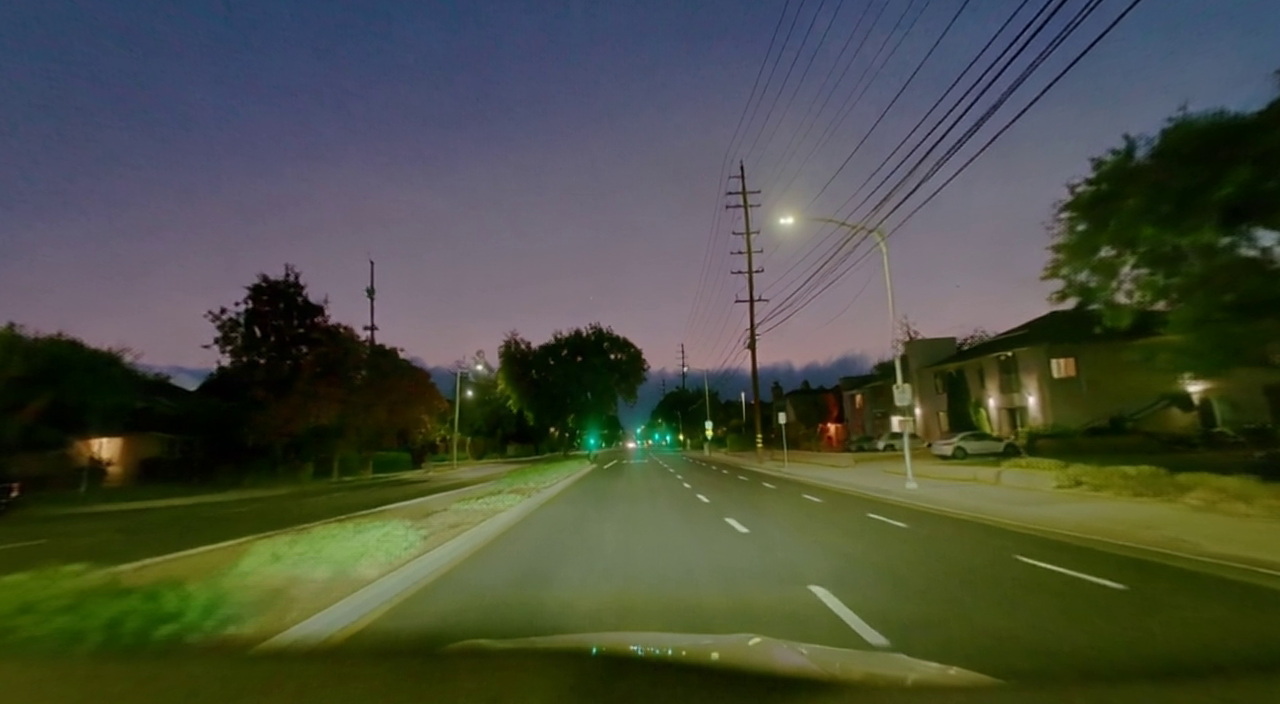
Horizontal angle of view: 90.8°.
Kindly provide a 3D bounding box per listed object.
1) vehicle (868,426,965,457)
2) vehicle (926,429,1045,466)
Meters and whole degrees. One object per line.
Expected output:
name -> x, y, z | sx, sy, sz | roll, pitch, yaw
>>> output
vehicle -> 16.738, 5.428, 38.420 | 4.833, 1.786, 2.136 | 0, -8, 0
vehicle -> 16.834, 4.680, 30.912 | 4.560, 1.725, 2.096 | 0, -8, -2
